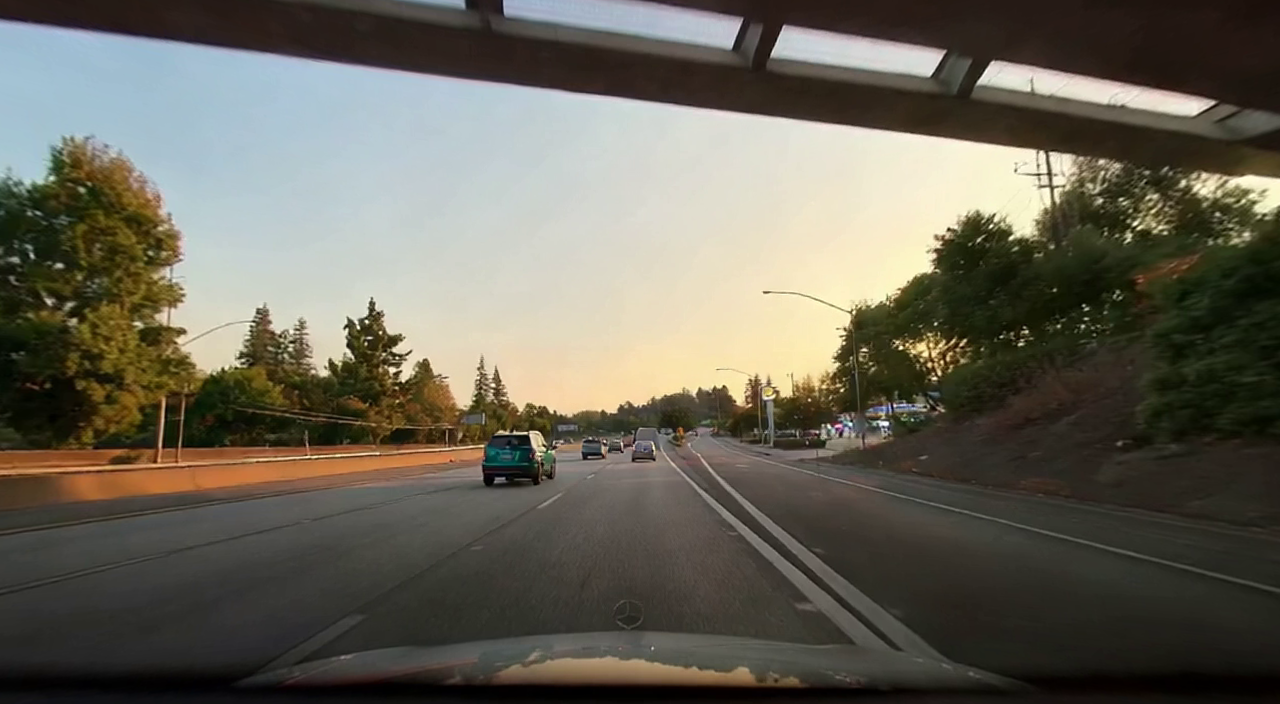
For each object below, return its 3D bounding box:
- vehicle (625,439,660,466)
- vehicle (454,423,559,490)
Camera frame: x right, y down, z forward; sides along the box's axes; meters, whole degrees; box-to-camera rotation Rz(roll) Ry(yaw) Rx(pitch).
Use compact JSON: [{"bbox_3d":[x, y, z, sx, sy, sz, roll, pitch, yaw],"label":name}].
[{"bbox_3d":[0.128,6.004,37.735,1.982,1.524,3.800,0,-8,-1],"label":"vehicle"},{"bbox_3d":[-4.127,3.333,20.413,2.273,1.884,4.515,0,-8,2],"label":"vehicle"}]
